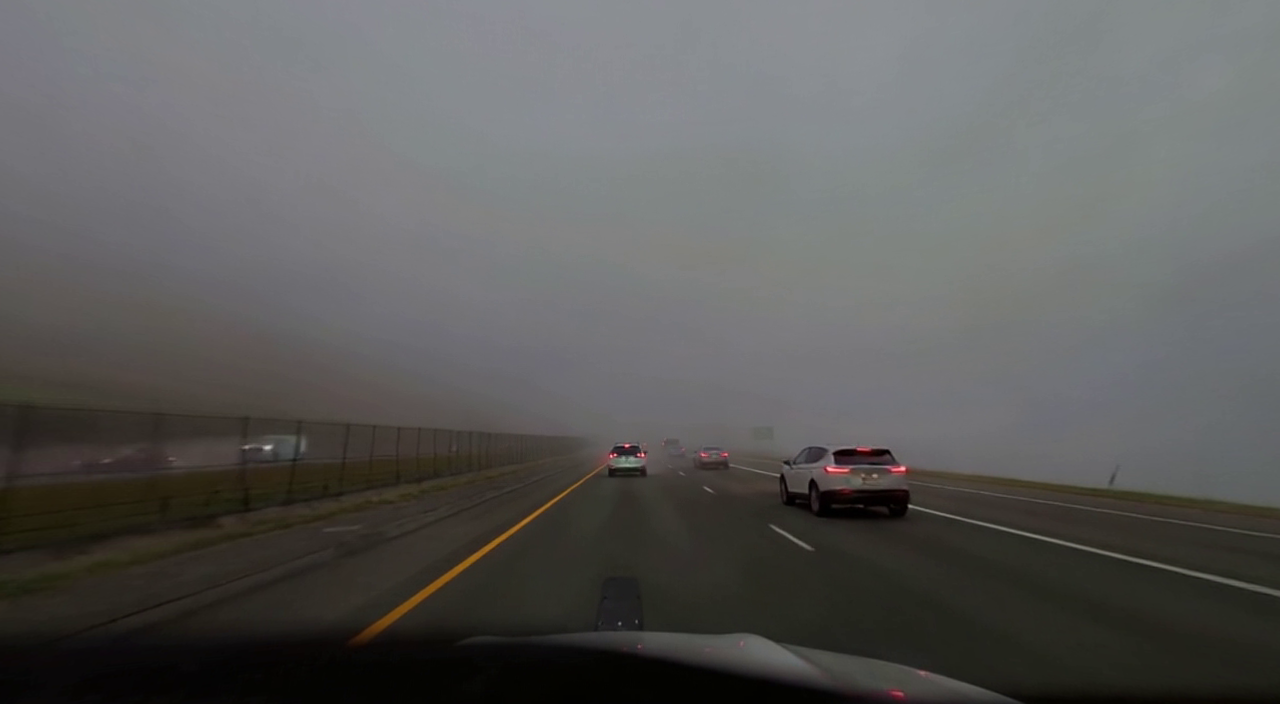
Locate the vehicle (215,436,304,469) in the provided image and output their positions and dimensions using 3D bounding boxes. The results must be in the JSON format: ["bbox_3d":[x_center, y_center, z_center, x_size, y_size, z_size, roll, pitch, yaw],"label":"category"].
[{"bbox_3d":[-24.877,6.621,41.520,2.322,2.013,5.631,0,-9,0],"label":"vehicle"}]

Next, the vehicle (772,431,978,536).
[{"bbox_3d":[3.841,2.210,11.241,1.949,1.493,4.272,0,-9,-1],"label":"vehicle"}]

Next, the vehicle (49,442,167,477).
[{"bbox_3d":[-28.740,5.822,34.269,1.951,1.745,5.123,0,-9,0],"label":"vehicle"}]

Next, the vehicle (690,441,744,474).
[{"bbox_3d":[3.583,4.988,29.914,1.957,1.447,4.241,0,-9,-1],"label":"vehicle"}]

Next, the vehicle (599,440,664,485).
[{"bbox_3d":[-0.317,3.876,22.450,2.085,1.449,3.860,0,-9,-1],"label":"vehicle"}]
